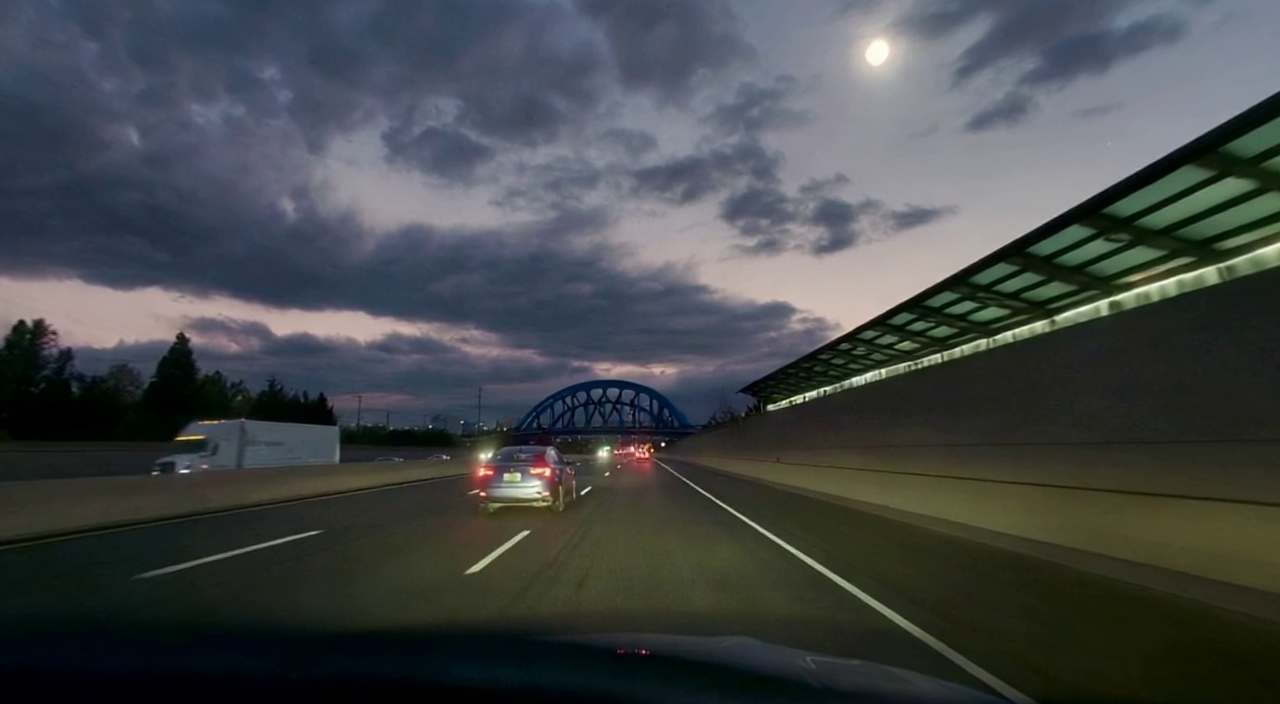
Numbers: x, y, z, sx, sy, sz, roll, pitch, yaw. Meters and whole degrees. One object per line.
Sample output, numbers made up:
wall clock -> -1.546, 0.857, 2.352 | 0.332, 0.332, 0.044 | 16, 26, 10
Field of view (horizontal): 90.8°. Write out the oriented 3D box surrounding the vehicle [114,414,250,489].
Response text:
vehicle -> -25.693, 5.628, 35.848 | 3.209, 3.834, 5.863 | 0, -9, -1

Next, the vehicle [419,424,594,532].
vehicle -> -2.318, 2.389, 12.506 | 2.299, 1.716, 4.579 | -1, -9, 2
